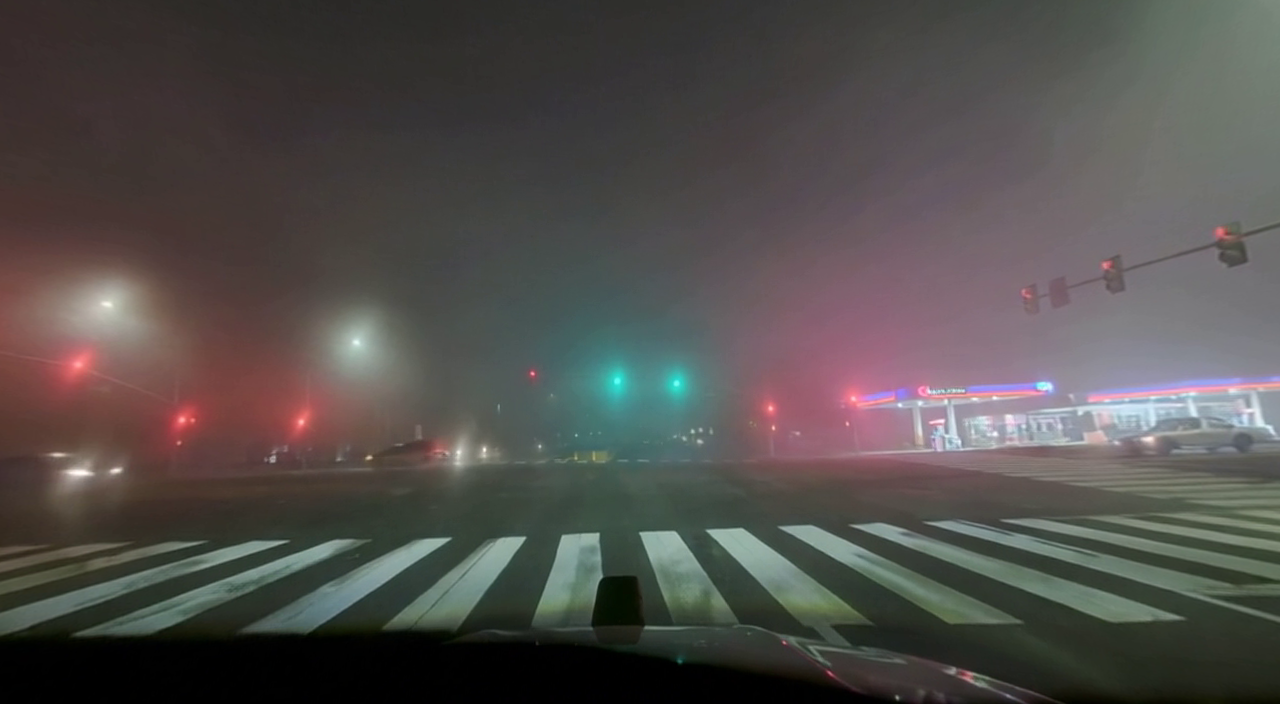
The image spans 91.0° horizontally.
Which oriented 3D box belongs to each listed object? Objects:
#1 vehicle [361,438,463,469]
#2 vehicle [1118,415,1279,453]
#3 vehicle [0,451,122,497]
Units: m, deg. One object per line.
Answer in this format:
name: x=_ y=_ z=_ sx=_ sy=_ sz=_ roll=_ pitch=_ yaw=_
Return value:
vehicle: x=-14.705 y=6.575 z=40.831 sx=5.789 sy=1.893 sz=2.169 roll=-1 pitch=-8 yaw=4
vehicle: x=22.801 y=3.392 z=25.808 sx=4.696 sy=1.483 sz=1.898 roll=-1 pitch=-8 yaw=3
vehicle: x=-21.951 y=4.453 z=22.996 sx=4.488 sy=1.463 sz=1.888 roll=-3 pitch=-9 yaw=3
